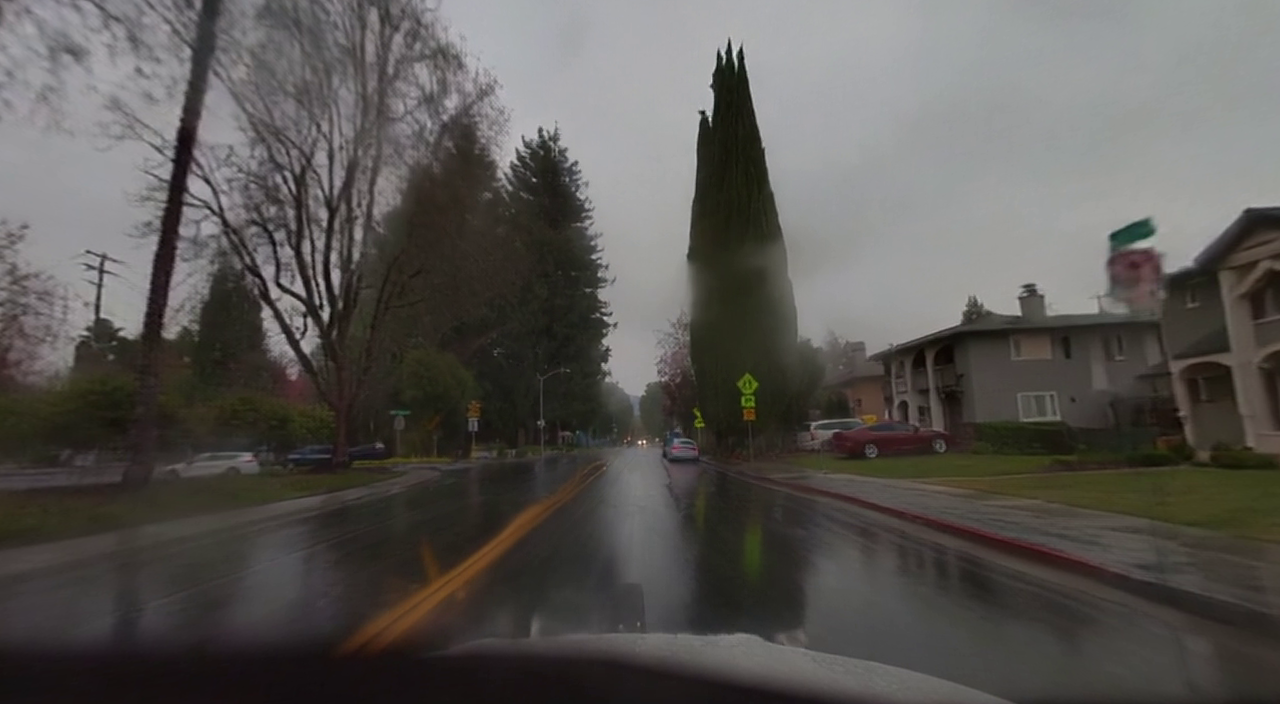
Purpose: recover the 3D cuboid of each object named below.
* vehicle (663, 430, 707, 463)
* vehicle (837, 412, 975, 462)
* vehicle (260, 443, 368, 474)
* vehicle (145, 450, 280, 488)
[{"bbox_3d":[2.782,6.006,40.207,2.221,1.892,5.555,0,-8,-2],"label":"vehicle"},{"bbox_3d":[10.968,3.560,26.284,4.750,1.658,1.902,-4,-10,0],"label":"vehicle"},{"bbox_3d":[-19.872,6.444,38.728,2.059,1.746,5.388,-8,-11,42],"label":"vehicle"},{"bbox_3d":[-19.156,5.208,28.463,4.691,1.483,1.955,8,-12,-44],"label":"vehicle"}]
